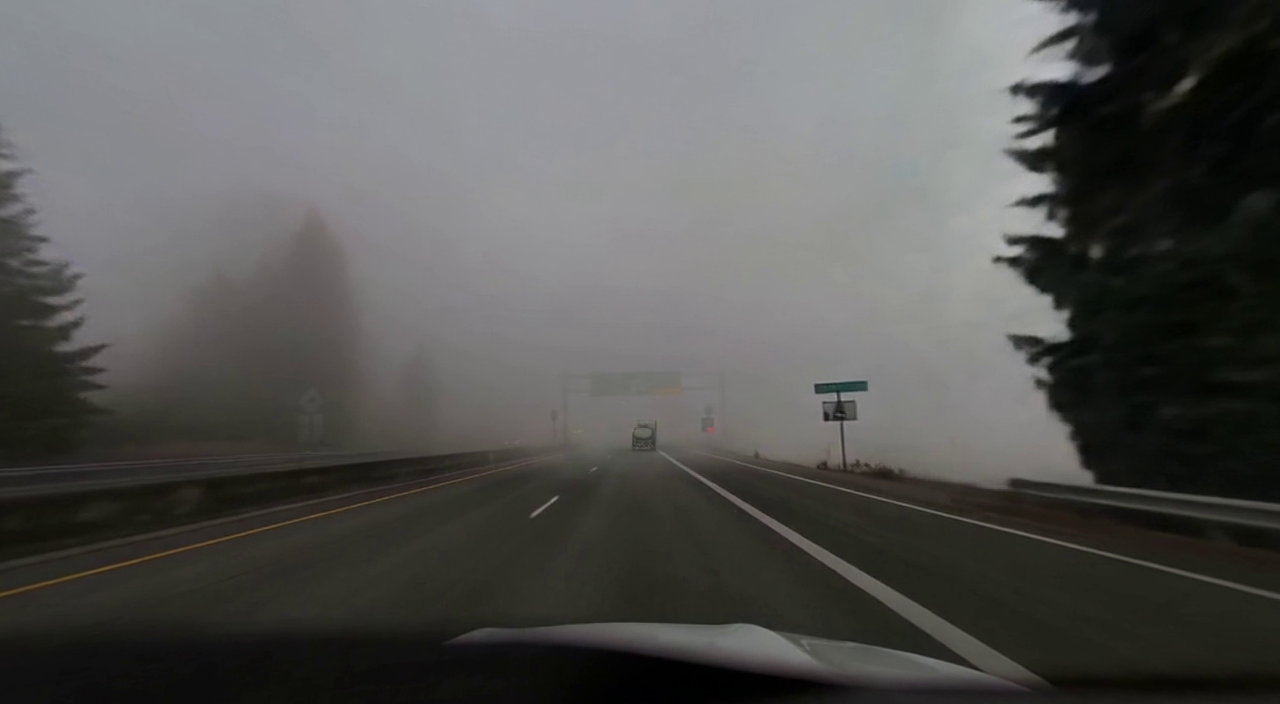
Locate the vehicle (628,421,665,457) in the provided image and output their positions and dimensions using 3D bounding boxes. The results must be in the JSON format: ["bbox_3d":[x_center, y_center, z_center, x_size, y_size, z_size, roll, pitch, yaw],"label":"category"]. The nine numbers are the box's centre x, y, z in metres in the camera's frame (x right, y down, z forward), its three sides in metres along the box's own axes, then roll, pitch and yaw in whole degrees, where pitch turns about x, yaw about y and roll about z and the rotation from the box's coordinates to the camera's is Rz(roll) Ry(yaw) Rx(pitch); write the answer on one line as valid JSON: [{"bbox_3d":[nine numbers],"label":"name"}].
[{"bbox_3d":[0.441,6.109,44.161,2.450,2.314,4.753,0,-8,0],"label":"vehicle"}]
